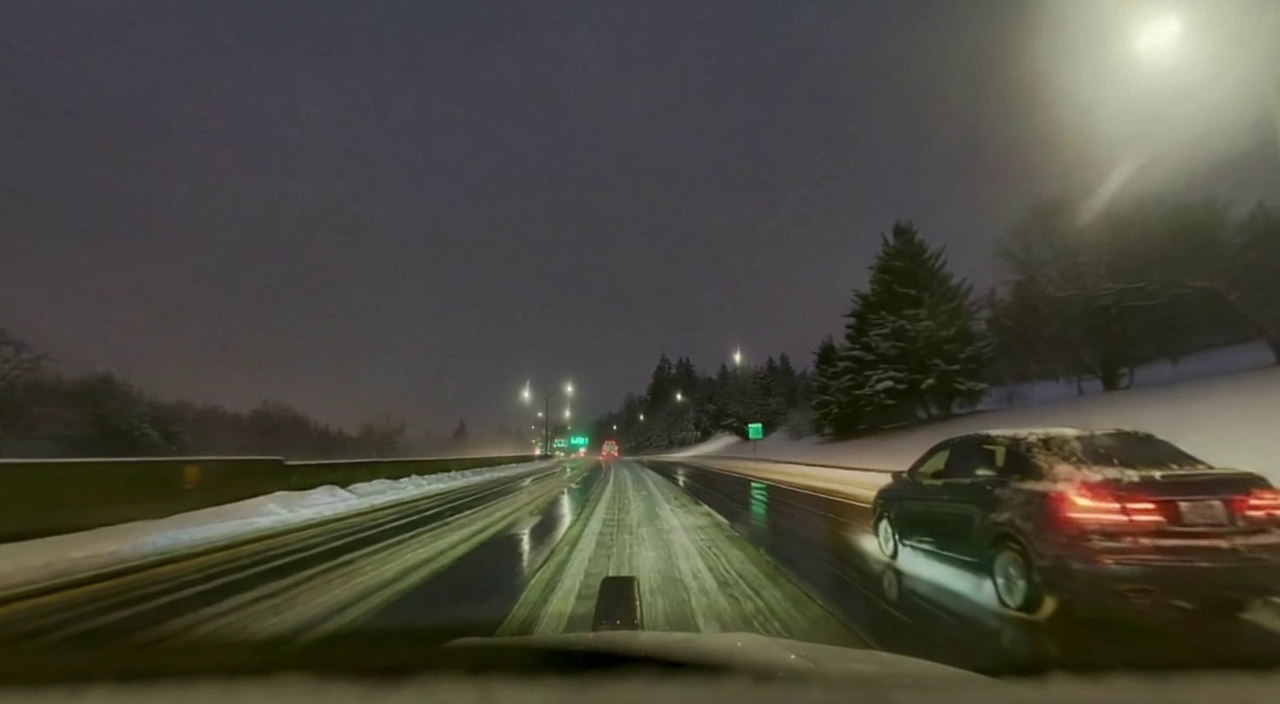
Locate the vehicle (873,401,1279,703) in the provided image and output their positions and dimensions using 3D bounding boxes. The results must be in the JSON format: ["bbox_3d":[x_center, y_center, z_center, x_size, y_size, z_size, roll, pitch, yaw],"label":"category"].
[{"bbox_3d":[3.919,1.287,5.010,2.217,1.477,4.817,0,-8,-1],"label":"vehicle"}]
